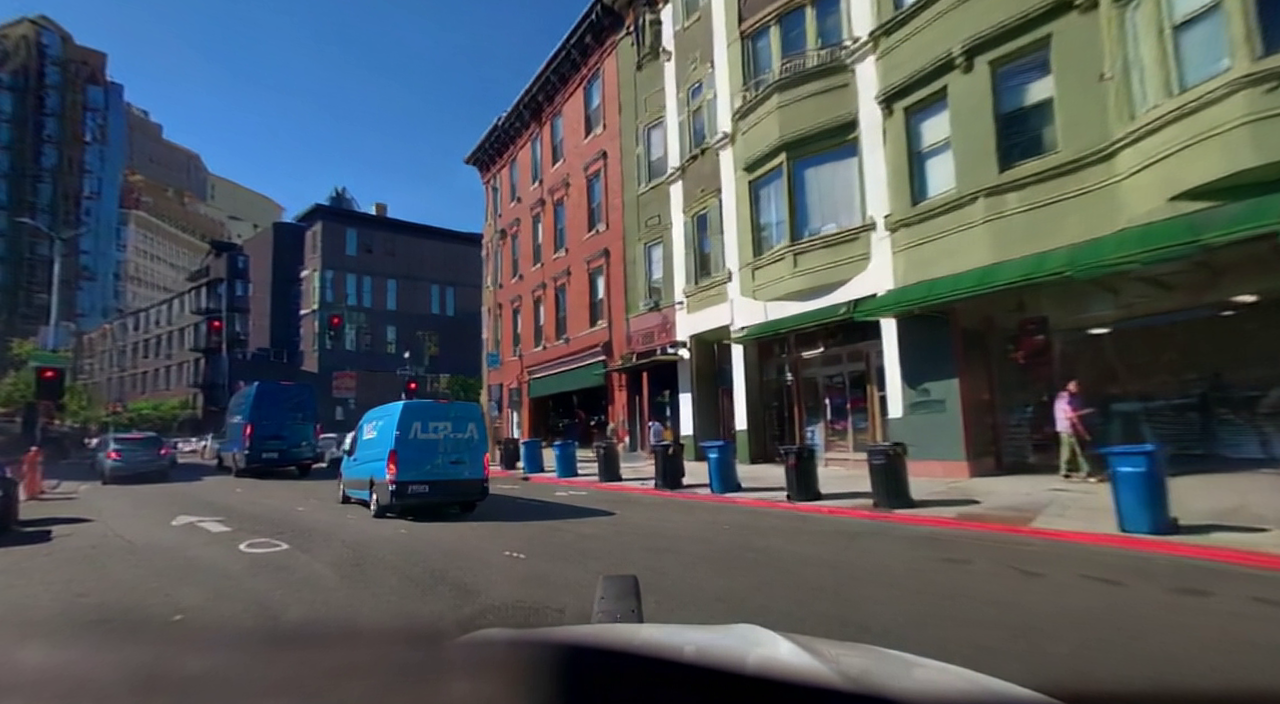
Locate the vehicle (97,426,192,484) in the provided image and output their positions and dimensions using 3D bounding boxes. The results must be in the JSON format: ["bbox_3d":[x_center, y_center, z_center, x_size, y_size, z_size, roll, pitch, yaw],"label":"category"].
[{"bbox_3d":[-14.149,2.885,17.922,1.841,1.461,3.426,6,-10,-40],"label":"vehicle"}]

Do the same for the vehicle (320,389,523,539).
[{"bbox_3d":[-3.775,1.746,10.417,1.951,1.907,4.266,5,-9,-35],"label":"vehicle"}]

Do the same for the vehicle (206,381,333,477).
[{"bbox_3d":[-12.482,2.590,20.948,2.333,2.703,6.504,7,-10,-40],"label":"vehicle"}]
